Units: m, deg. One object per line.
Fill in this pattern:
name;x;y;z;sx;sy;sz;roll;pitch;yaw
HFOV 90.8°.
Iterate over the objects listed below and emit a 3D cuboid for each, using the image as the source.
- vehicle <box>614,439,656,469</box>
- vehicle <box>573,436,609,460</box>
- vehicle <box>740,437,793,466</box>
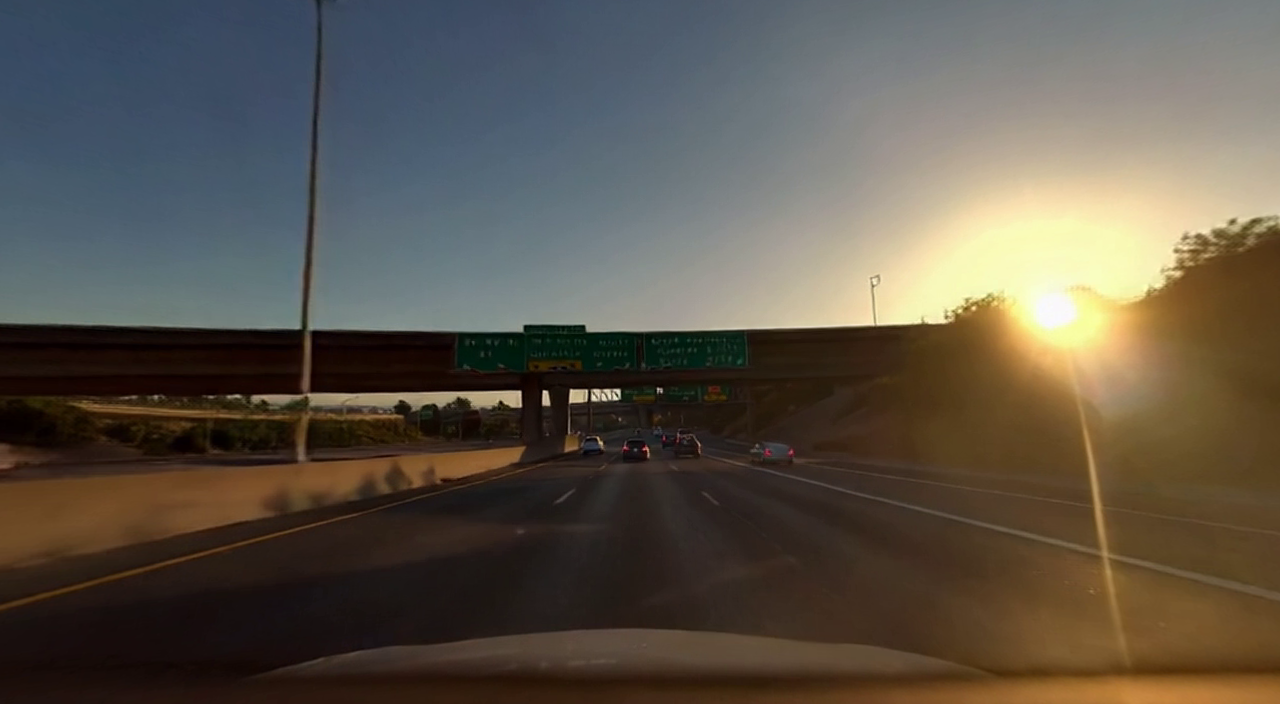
vehicle;-0.282;5.221;32.512;1.985;1.457;4.227;0;-9;-1
vehicle;-3.418;6.854;45.133;2.123;1.661;4.601;0;-9;1
vehicle;6.949;5.534;35.141;1.935;1.478;4.433;0;-9;-1
